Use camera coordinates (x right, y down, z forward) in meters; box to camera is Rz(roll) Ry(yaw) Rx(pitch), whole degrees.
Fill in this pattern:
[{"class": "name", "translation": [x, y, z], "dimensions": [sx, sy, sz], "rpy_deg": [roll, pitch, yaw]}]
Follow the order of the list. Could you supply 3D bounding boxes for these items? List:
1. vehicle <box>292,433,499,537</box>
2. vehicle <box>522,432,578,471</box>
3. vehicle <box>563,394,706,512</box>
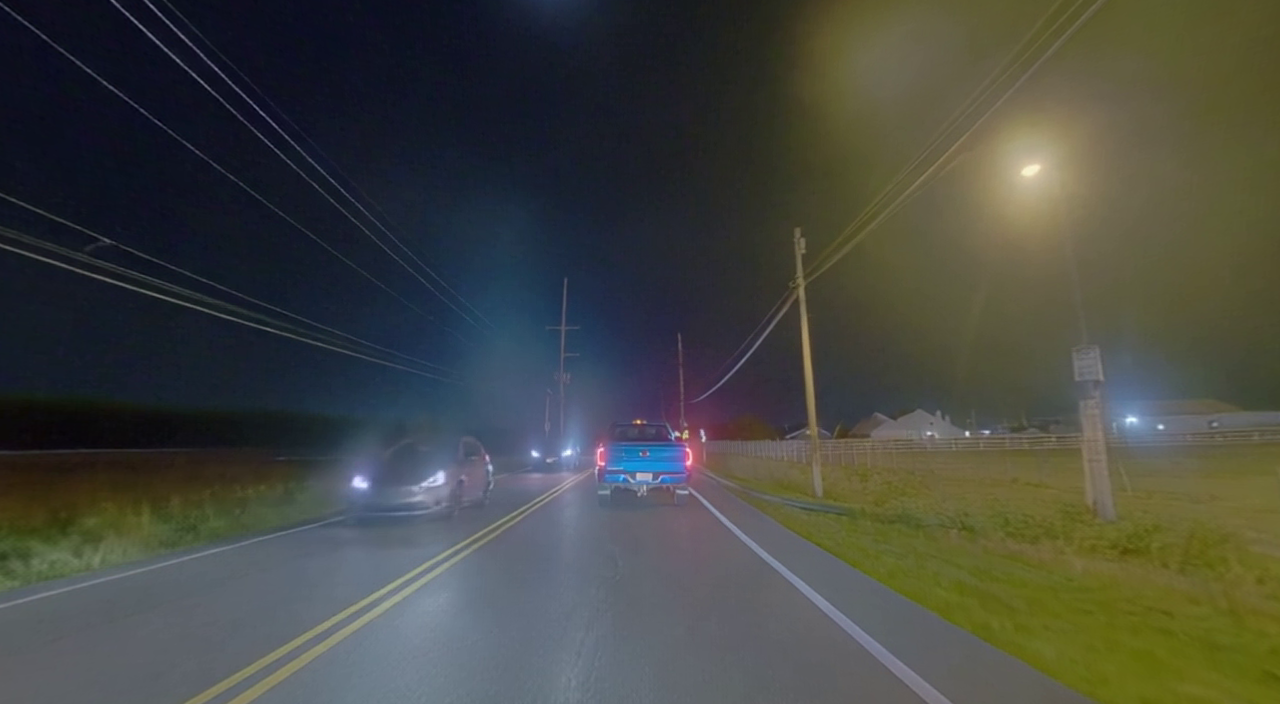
[{"class": "vehicle", "translation": [-4.051, 2.263, 11.452], "dimensions": [1.935, 1.489, 4.495], "rpy_deg": [0, -8, 0]}, {"class": "vehicle", "translation": [-4.447, 5.045, 32.100], "dimensions": [2.077, 1.805, 4.891], "rpy_deg": [0, -8, 1]}, {"class": "vehicle", "translation": [-0.154, 2.336, 14.919], "dimensions": [2.693, 2.223, 5.885], "rpy_deg": [0, -8, -1]}]
